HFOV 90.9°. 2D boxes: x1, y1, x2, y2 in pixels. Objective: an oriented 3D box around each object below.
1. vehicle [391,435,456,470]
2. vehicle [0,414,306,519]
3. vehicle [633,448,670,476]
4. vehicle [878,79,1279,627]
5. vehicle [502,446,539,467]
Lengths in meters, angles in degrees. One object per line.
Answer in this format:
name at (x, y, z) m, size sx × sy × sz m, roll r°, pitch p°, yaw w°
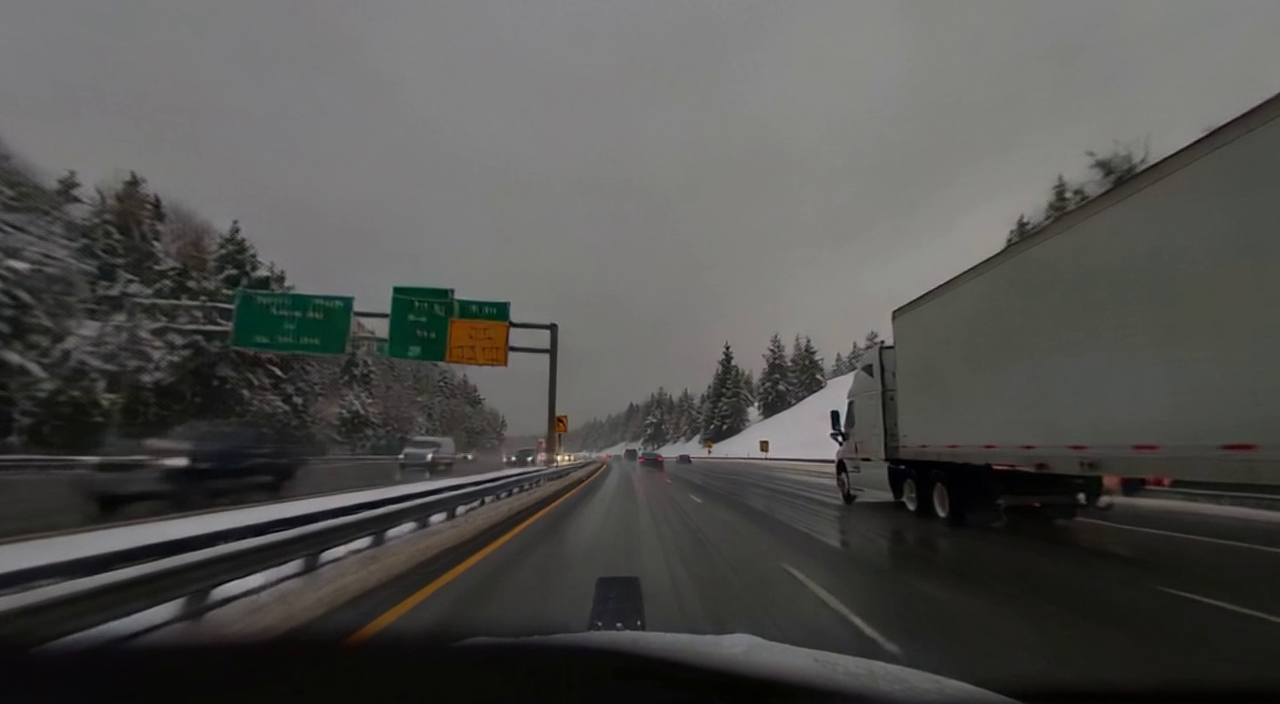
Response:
vehicle at (-12.646, 5.920, 37.166) m, size 2.026 × 1.875 × 5.341 m, roll 0°, pitch -9°, yaw -1°
vehicle at (-8.280, 2.007, 11.412) m, size 1.932 × 1.501 × 4.607 m, roll 0°, pitch -9°, yaw -1°
vehicle at (0.687, 6.751, 38.882) m, size 2.111 × 1.599 × 3.859 m, roll 0°, pitch -9°, yaw 0°
vehicle at (6.210, 0.180, 5.760) m, size 2.890 × 4.006 × 14.039 m, roll 0°, pitch -9°, yaw 1°
vehicle at (-9.099, 7.977, 48.385) m, size 1.943 × 1.521 × 4.628 m, roll 0°, pitch -9°, yaw -1°
